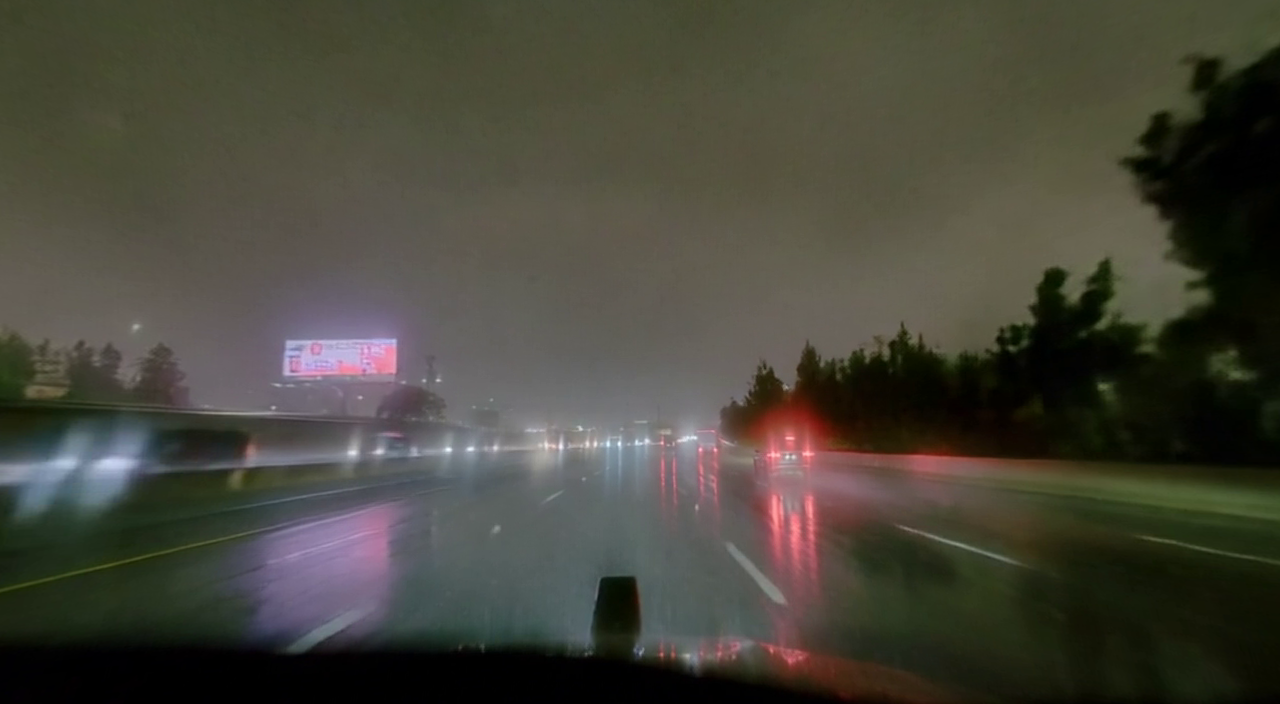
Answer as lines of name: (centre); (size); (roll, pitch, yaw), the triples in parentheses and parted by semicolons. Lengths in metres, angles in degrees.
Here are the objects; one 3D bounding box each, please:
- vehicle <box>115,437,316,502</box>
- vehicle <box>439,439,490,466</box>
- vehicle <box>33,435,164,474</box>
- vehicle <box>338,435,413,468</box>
vehicle: (-11.011, 3.047, 16.948); (1.958, 1.477, 4.713); (0, -8, 3)
vehicle: (-11.470, 6.572, 41.568); (1.908, 1.673, 4.368); (0, -8, 2)
vehicle: (-22.716, 4.303, 26.739); (1.869, 1.518, 4.116); (0, -8, 0)
vehicle: (-15.175, 5.725, 36.568); (2.039, 1.789, 5.005); (0, -8, 1)
